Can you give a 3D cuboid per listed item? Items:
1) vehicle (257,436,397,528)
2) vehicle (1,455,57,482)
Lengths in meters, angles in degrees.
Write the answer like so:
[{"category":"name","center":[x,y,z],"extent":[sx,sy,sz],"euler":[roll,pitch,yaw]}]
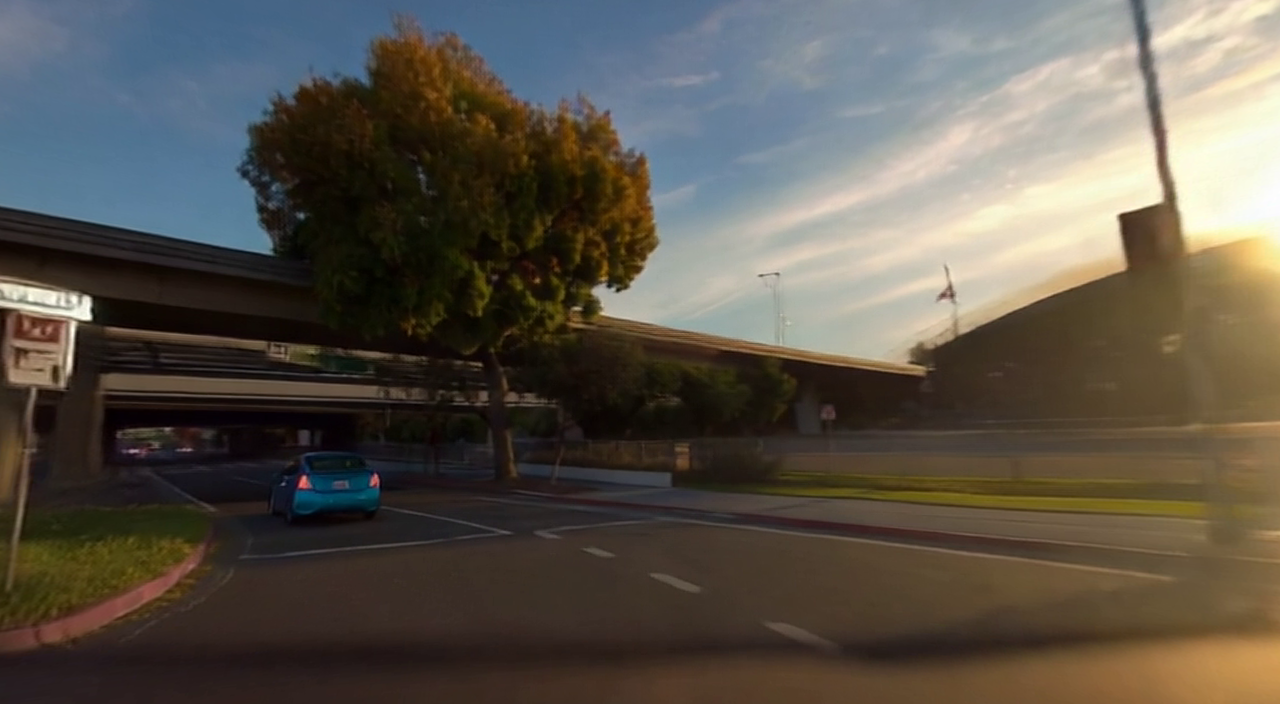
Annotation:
[{"category":"vehicle","center":[-6.615,2.576,13.118],"extent":[1.976,1.584,3.772],"euler":[6,-10,-34]},{"category":"vehicle","center":[-38.706,7.324,39.978],"extent":[2.009,1.523,4.641],"euler":[7,-11,-38]}]
